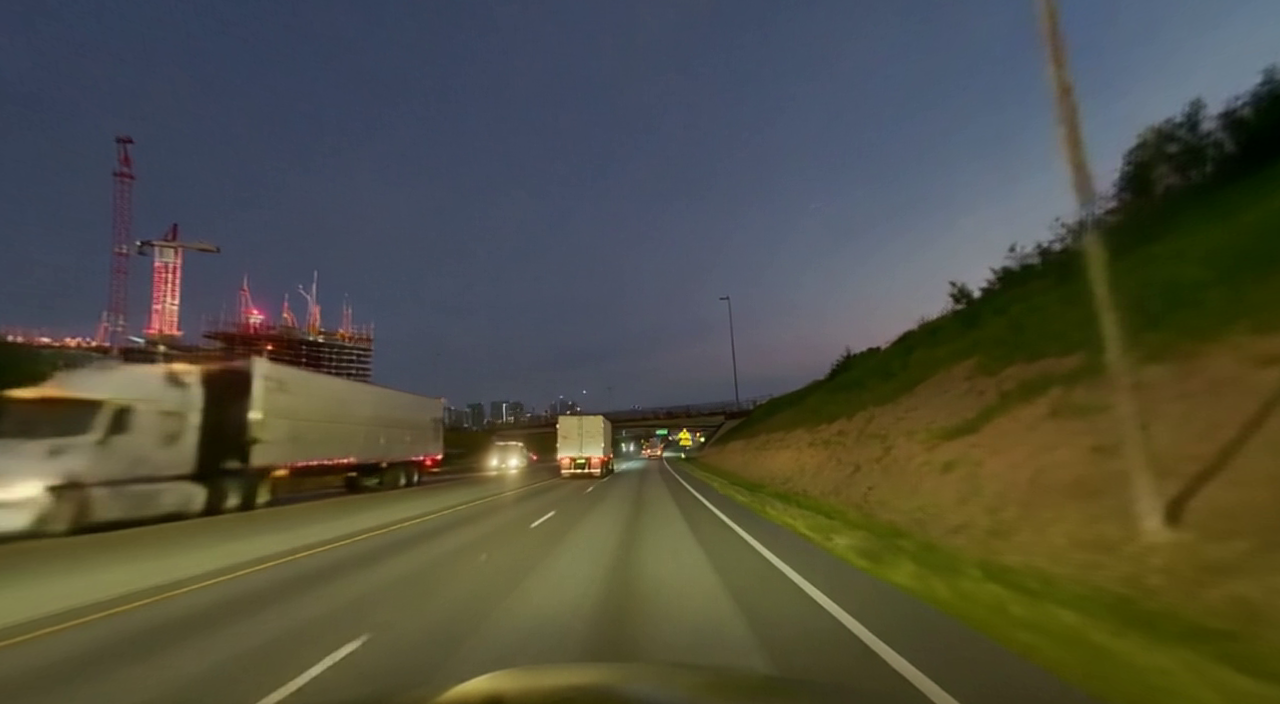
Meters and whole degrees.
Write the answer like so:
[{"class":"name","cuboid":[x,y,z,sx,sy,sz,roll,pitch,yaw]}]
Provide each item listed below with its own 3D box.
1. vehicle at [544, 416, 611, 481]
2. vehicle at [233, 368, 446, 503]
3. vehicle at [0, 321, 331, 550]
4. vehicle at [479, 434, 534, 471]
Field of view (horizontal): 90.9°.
[{"class":"vehicle","cuboid":[-2.859,4.700,30.685,2.565,2.771,6.641,0,-9,0]},{"class":"vehicle","cuboid":[-9.991,3.087,22.644,2.813,3.815,9.248,0,-9,1]},{"class":"vehicle","cuboid":[-10.008,1.811,13.211,2.931,3.367,7.777,0,-9,1]},{"class":"vehicle","cuboid":[-9.795,7.496,46.896,2.762,2.579,6.099,0,-9,0]}]
